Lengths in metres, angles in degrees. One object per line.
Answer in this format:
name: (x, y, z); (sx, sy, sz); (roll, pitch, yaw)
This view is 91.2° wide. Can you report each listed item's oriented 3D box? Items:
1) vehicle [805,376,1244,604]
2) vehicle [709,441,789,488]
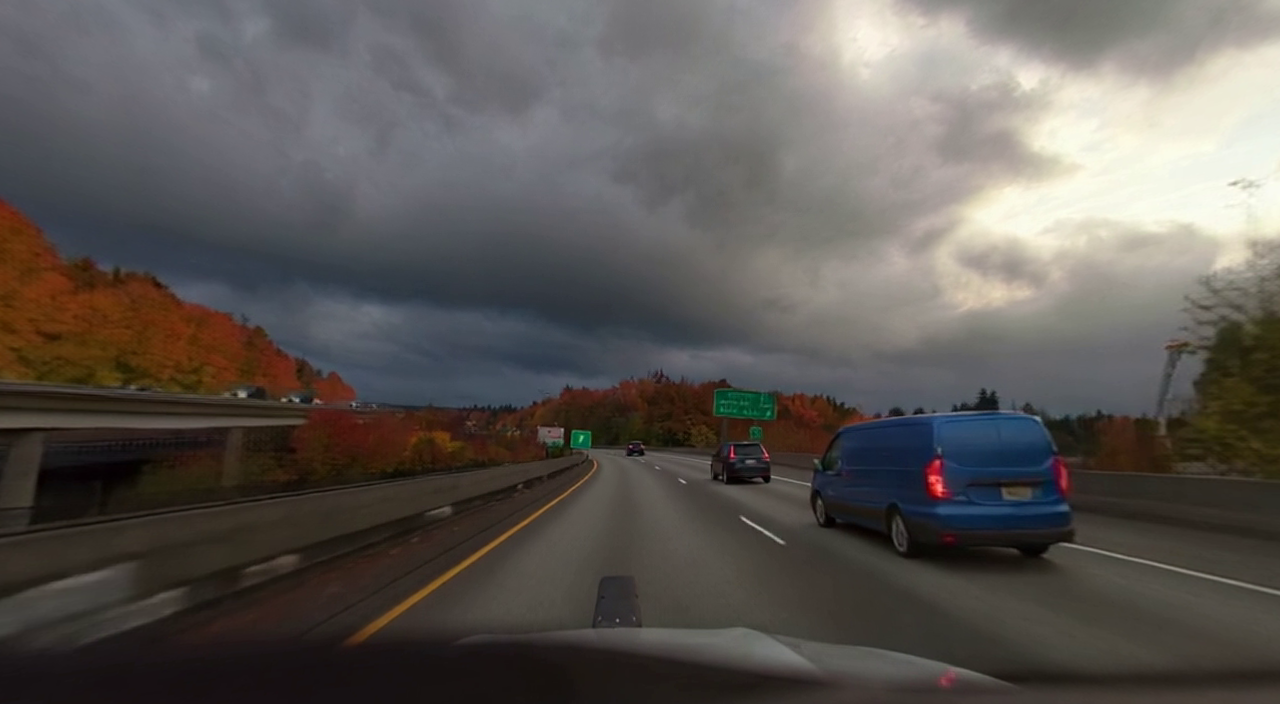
vehicle: (3.965, 1.555, 7.916); (2.205, 1.923, 4.956); (0, -9, -2)
vehicle: (3.840, 4.036, 22.756); (1.952, 1.536, 4.036); (0, -9, -3)
